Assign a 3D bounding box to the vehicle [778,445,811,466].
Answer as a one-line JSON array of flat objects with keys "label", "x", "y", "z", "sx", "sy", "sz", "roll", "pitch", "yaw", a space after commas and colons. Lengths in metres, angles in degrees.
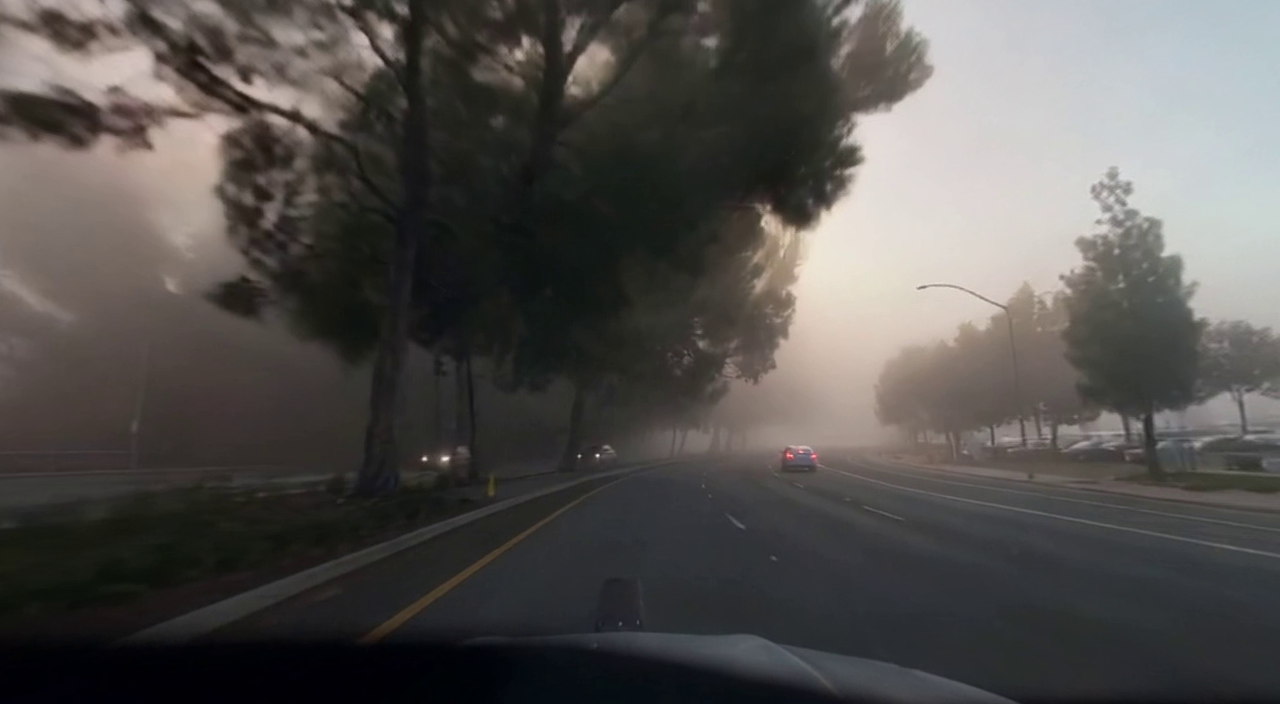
[{"label": "vehicle", "x": 11.104, "y": 7.450, "z": 45.676, "sx": 1.988, "sy": 1.460, "sz": 3.996, "roll": -2, "pitch": -9, "yaw": 9}]
